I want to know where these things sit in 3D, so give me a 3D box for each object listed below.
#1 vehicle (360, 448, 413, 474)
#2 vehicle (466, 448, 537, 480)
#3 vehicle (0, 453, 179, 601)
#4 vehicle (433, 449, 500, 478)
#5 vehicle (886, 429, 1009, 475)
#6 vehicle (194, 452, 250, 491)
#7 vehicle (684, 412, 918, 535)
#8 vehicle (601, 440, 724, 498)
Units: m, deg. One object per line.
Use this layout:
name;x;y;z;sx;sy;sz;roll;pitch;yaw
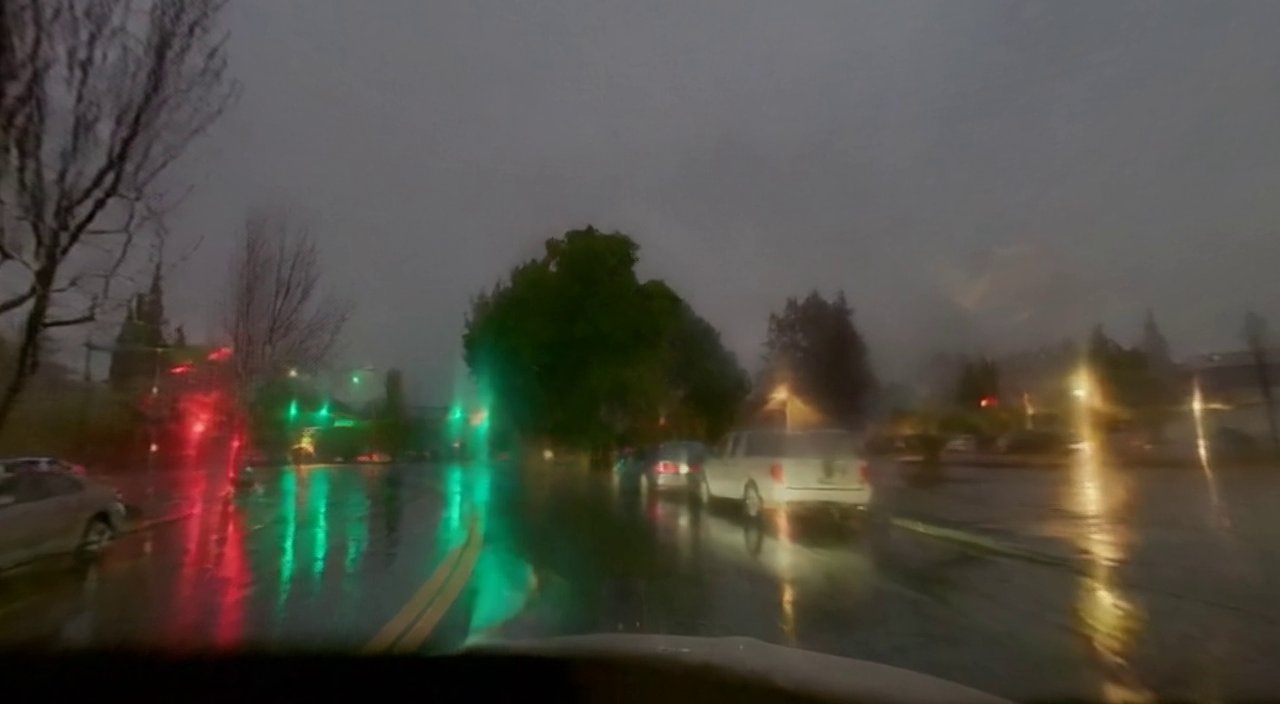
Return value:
vehicle;-19.961;8.521;49.535;2.255;1.863;5.629;6;-10;-38
vehicle;-7.197;5.695;32.512;1.884;1.508;4.713;5;-10;-34
vehicle;-8.222;2.177;8.004;2.142;1.483;4.629;-3;-7;-13
vehicle;-10.151;6.454;36.805;2.016;1.509;4.789;6;-10;-38
vehicle;11.457;3.659;23.448;4.577;1.531;2.098;6;-10;-36
vehicle;-23.553;6.607;35.482;2.171;1.838;5.344;2;-8;-38
vehicle;2.618;2.153;11.936;2.289;1.785;4.944;1;-8;-12
vehicle;0.502;3.448;19.150;2.066;1.509;4.579;3;-9;-21
